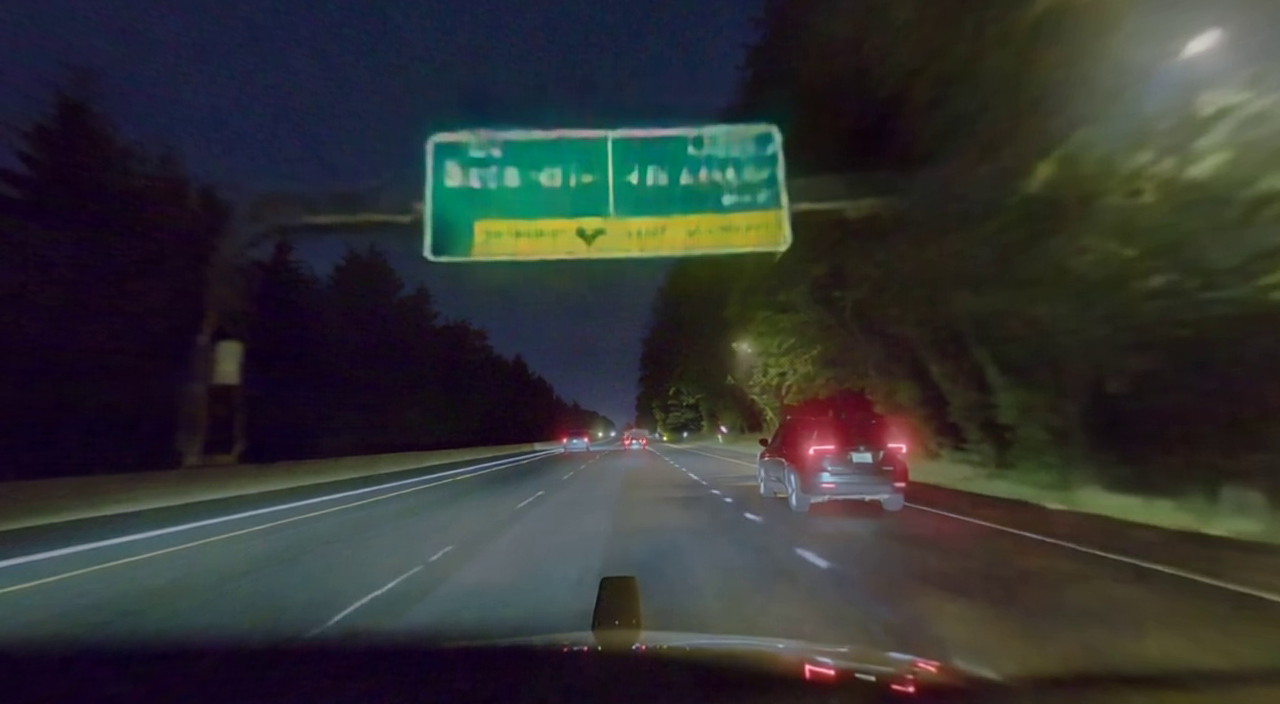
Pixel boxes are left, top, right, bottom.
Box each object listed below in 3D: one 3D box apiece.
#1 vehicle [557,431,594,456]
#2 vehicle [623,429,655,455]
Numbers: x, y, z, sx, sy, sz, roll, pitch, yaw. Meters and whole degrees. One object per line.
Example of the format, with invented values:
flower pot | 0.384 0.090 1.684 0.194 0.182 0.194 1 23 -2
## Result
vehicle | -4.269 6.098 42.157 2.055 1.610 4.116 0 -8 0
vehicle | -0.080 6.573 46.155 2.170 1.790 4.490 0 -8 0
